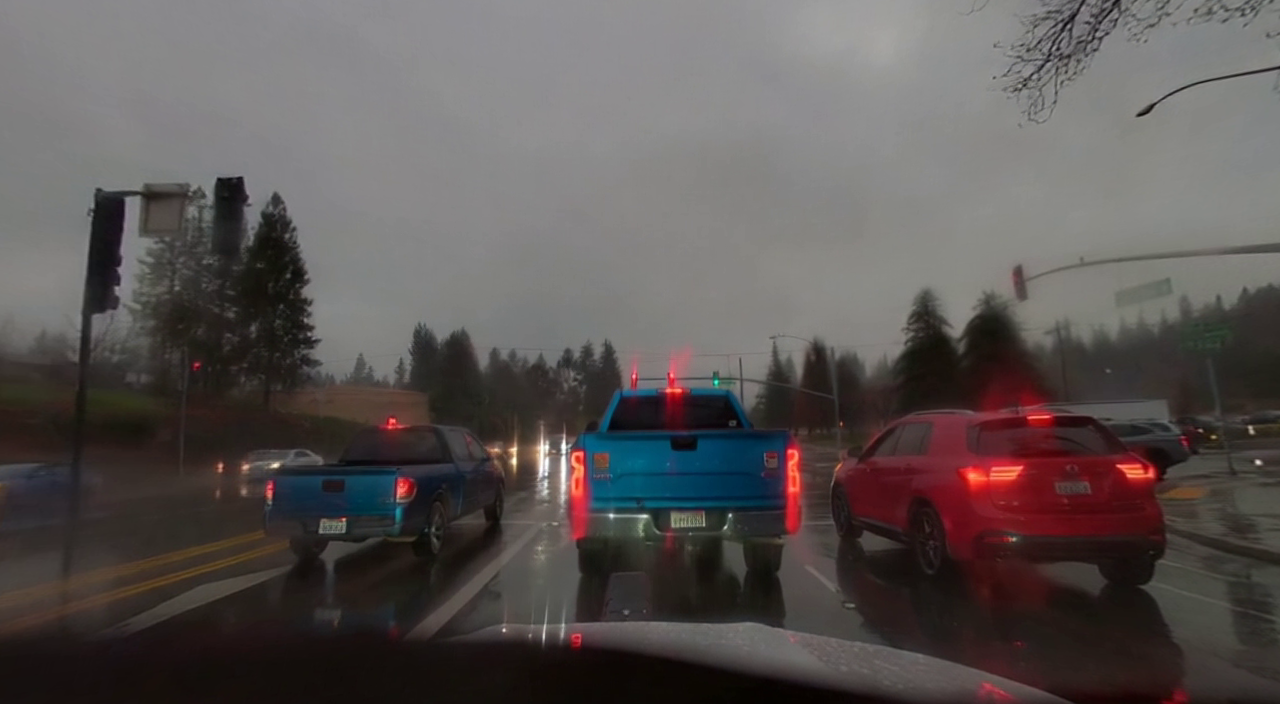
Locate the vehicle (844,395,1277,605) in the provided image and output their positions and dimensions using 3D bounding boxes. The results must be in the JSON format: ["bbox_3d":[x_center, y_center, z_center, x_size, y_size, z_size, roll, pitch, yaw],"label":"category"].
[{"bbox_3d":[4.040,1.490,7.184,1.984,1.659,4.226,0,-8,0],"label":"vehicle"}]

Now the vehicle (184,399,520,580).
[{"bbox_3d":[-3.288,1.686,8.585,2.125,1.739,4.707,0,-8,3],"label":"vehicle"}]

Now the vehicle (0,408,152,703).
[{"bbox_3d":[-3.390,0.707,0.650,1.998,1.481,4.656,0,-8,1],"label":"vehicle"}]

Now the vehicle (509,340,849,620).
[{"bbox_3d":[0.324,1.284,7.155,2.505,2.084,4.768,0,-8,1],"label":"vehicle"}]
